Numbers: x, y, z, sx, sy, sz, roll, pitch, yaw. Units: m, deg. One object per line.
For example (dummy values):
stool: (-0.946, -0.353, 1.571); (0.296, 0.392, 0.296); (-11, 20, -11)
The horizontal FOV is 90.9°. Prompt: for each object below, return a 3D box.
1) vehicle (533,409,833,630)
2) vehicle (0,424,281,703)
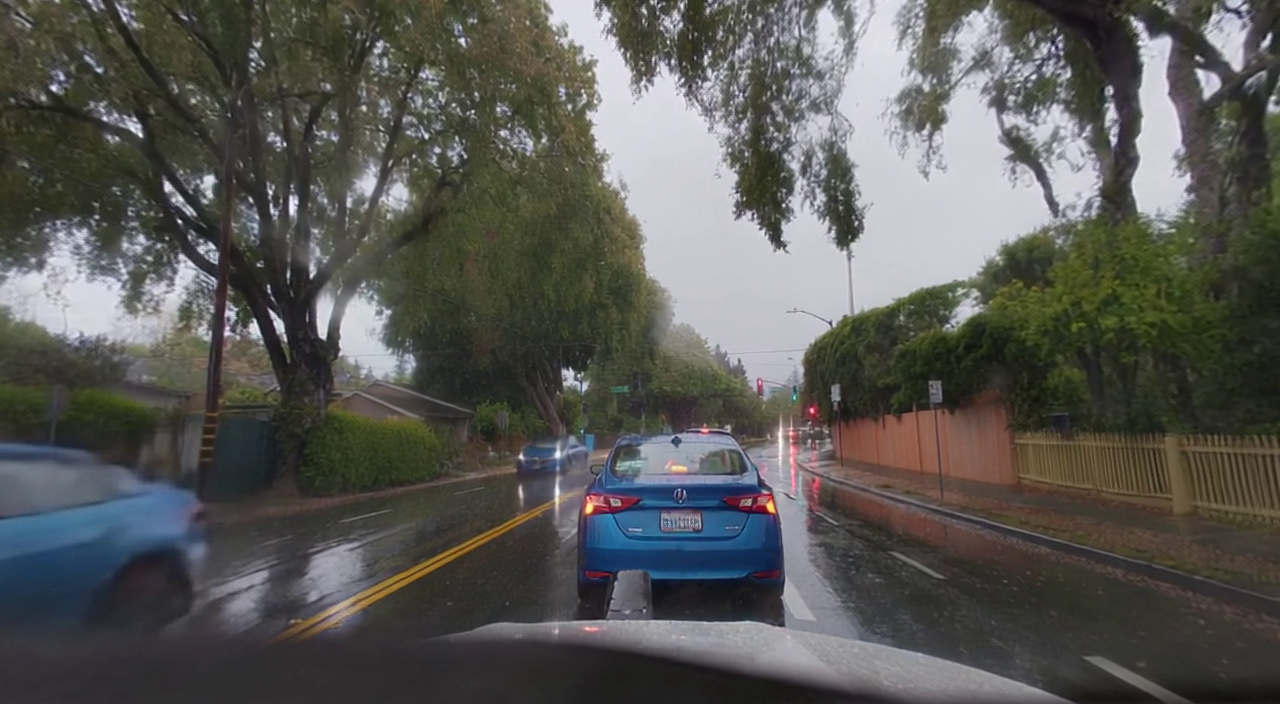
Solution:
vehicle: (0.334, 1.445, 6.403); (2.070, 1.516, 3.936); (0, -8, 1)
vehicle: (-4.157, 1.097, 3.077); (2.060, 1.479, 4.462); (0, -8, 2)
